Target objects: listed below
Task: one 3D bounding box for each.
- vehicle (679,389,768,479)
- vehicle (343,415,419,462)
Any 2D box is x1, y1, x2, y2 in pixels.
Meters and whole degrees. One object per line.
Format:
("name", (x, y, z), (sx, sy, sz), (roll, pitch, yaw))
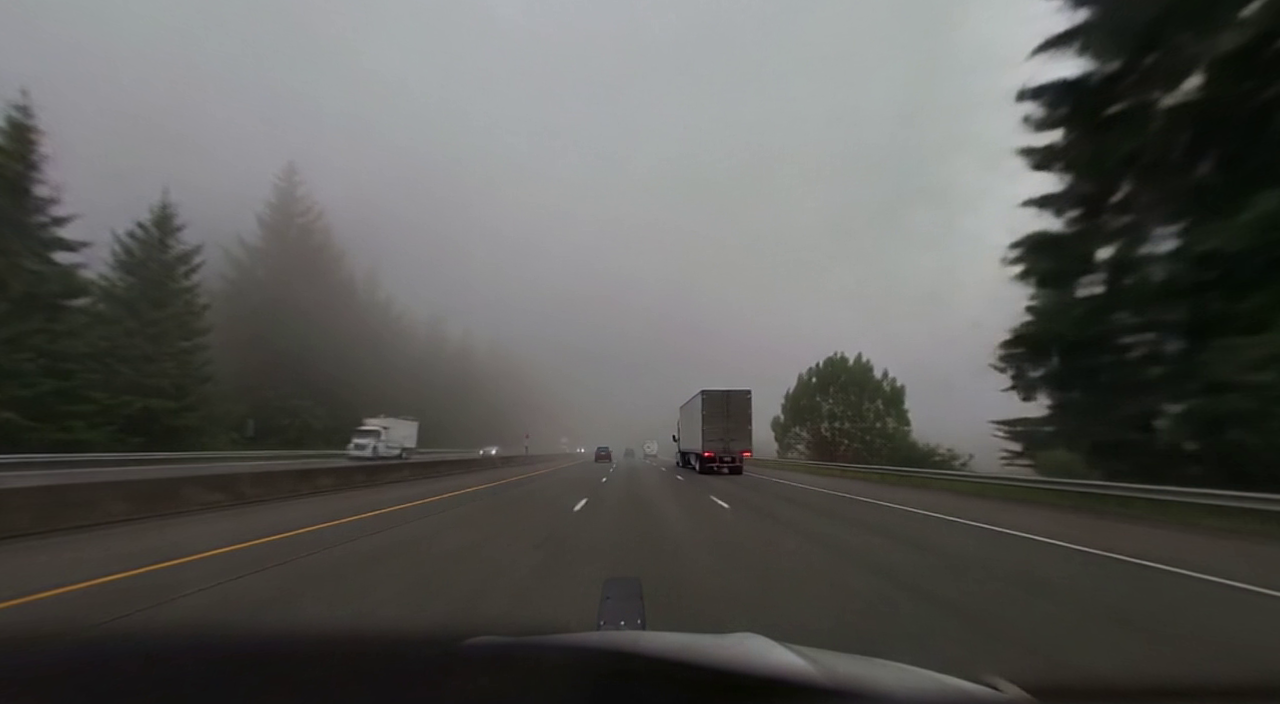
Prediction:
("vehicle", (4.147, 4.701, 34.892), (2.950, 4.033, 13.276), (0, -9, -1))
("vehicle", (-19.724, 6.722, 48.511), (2.679, 3.356, 7.493), (0, -9, 0))
